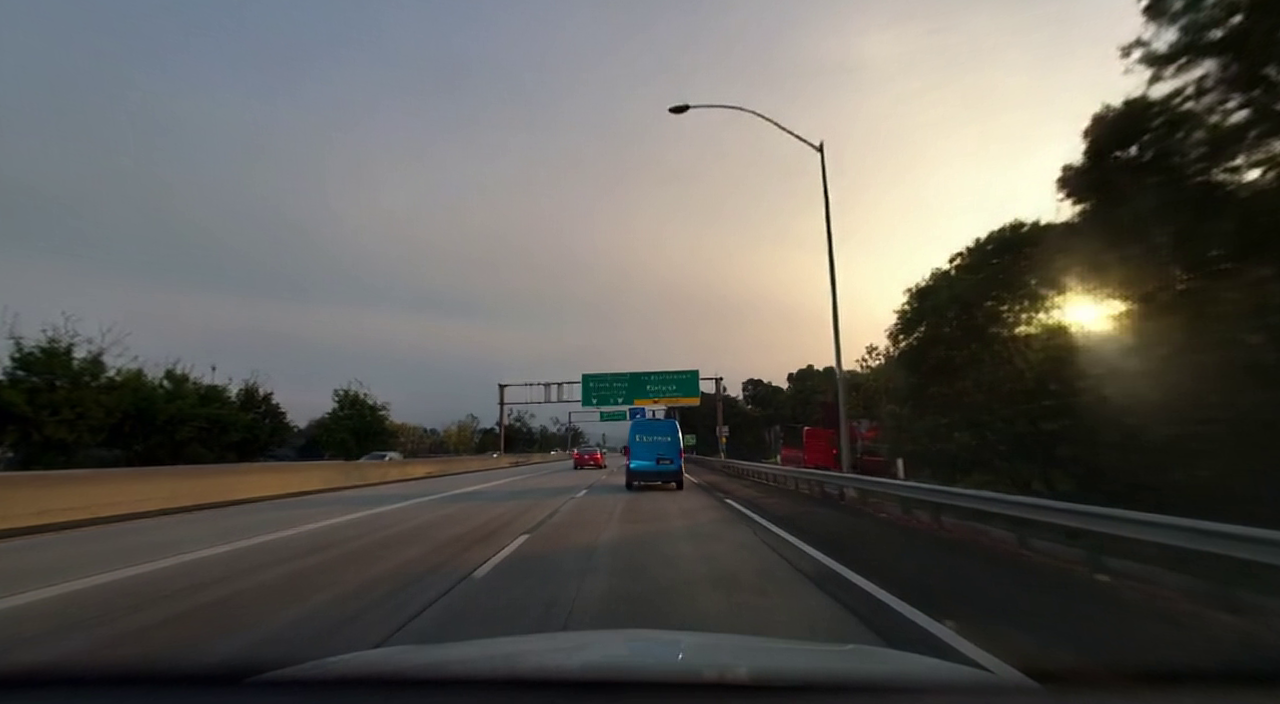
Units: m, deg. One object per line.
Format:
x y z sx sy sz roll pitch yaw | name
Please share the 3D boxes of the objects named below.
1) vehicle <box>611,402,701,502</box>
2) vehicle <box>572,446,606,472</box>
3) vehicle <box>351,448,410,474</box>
0.333 3.001 19.103 2.332 2.558 5.314 0 -9 -2 | vehicle
-3.175 6.699 39.679 1.788 1.500 3.475 0 -9 0 | vehicle
-16.065 6.736 39.284 1.922 1.484 4.118 0 -9 0 | vehicle
